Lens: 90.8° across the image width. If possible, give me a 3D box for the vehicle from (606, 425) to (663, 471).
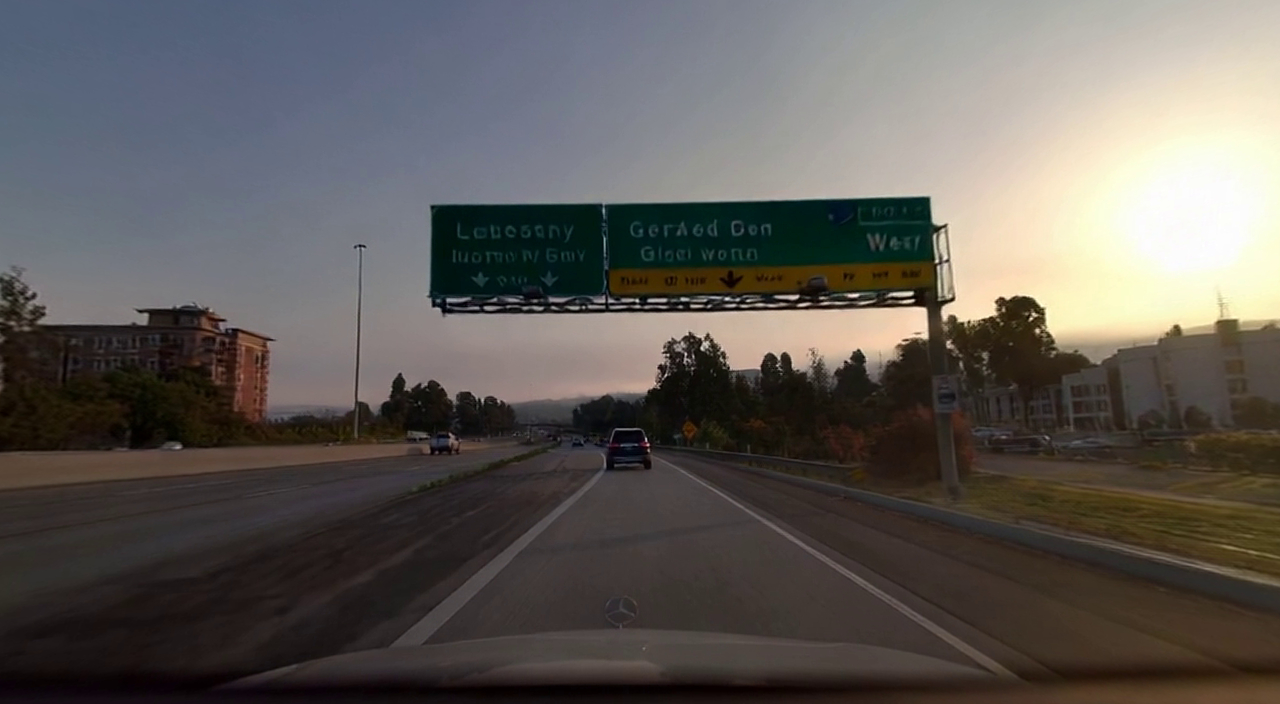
[{"bbox_3d":[-0.278,4.558,30.131,2.497,1.957,5.432,0,-8,-1],"label":"vehicle"}]
